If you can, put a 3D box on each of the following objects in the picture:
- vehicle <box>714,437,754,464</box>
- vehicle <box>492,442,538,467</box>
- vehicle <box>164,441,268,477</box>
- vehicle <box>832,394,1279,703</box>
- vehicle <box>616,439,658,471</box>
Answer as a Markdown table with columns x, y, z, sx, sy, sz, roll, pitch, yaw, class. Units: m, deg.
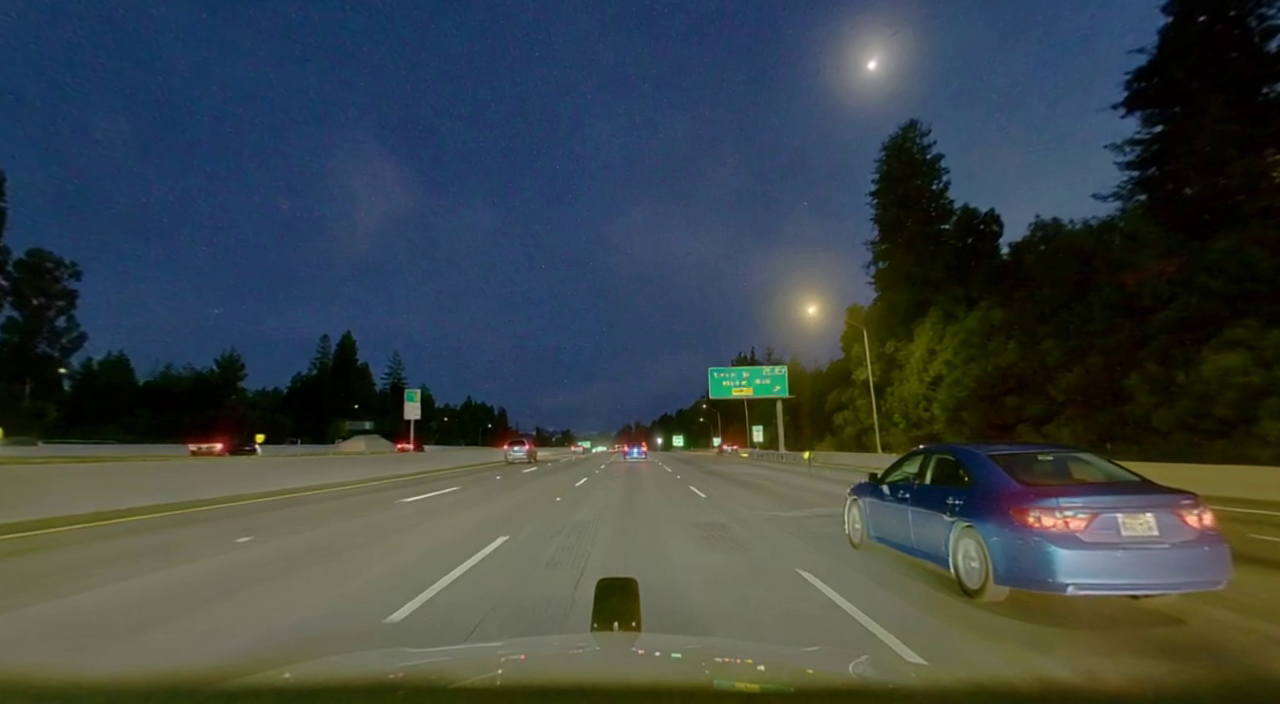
| x | y | z | sx | sy | sz | roll | pitch | yaw | class |
| --- | --- | --- | --- | --- | --- | --- | --- | --- | --- |
| 6.983 | 7.381 | 47.519 | 2.103 | 1.898 | 5.310 | 0 | -9 | -1 | vehicle |
| -8.282 | 6.797 | 42.160 | 2.028 | 1.552 | 4.922 | 0 | -9 | 0 | vehicle |
| -21.481 | 5.430 | 32.280 | 2.058 | 1.667 | 4.623 | 0 | -9 | 0 | vehicle |
| 3.205 | 1.255 | 4.600 | 2.072 | 1.501 | 4.694 | 0 | -9 | -1 | vehicle |
| -0.183 | 5.655 | 34.849 | 2.157 | 1.642 | 4.189 | 0 | -9 | -1 | vehicle |
